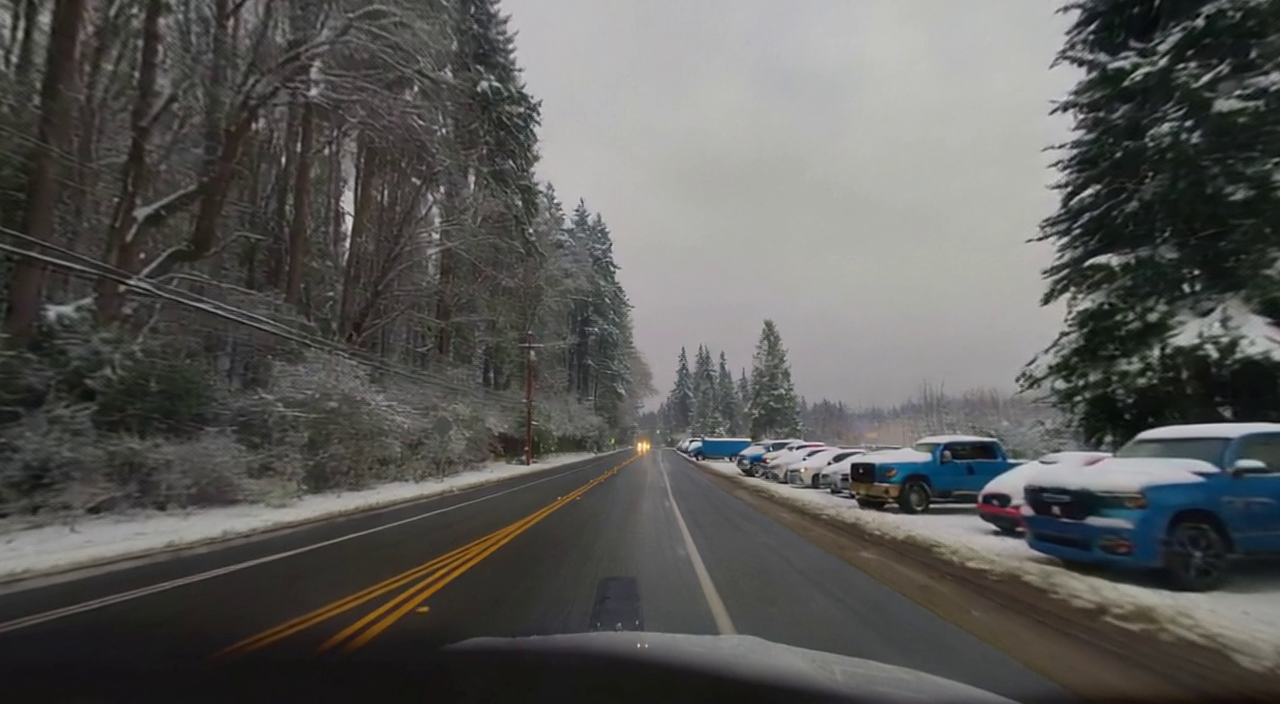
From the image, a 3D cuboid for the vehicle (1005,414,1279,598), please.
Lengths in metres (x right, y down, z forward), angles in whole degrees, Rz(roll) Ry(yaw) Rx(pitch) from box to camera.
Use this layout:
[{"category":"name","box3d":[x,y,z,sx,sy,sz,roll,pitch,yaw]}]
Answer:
[{"category":"vehicle","box3d":[7.601,1.706,7.569,5.072,1.802,2.236,0,-8,-3]}]
